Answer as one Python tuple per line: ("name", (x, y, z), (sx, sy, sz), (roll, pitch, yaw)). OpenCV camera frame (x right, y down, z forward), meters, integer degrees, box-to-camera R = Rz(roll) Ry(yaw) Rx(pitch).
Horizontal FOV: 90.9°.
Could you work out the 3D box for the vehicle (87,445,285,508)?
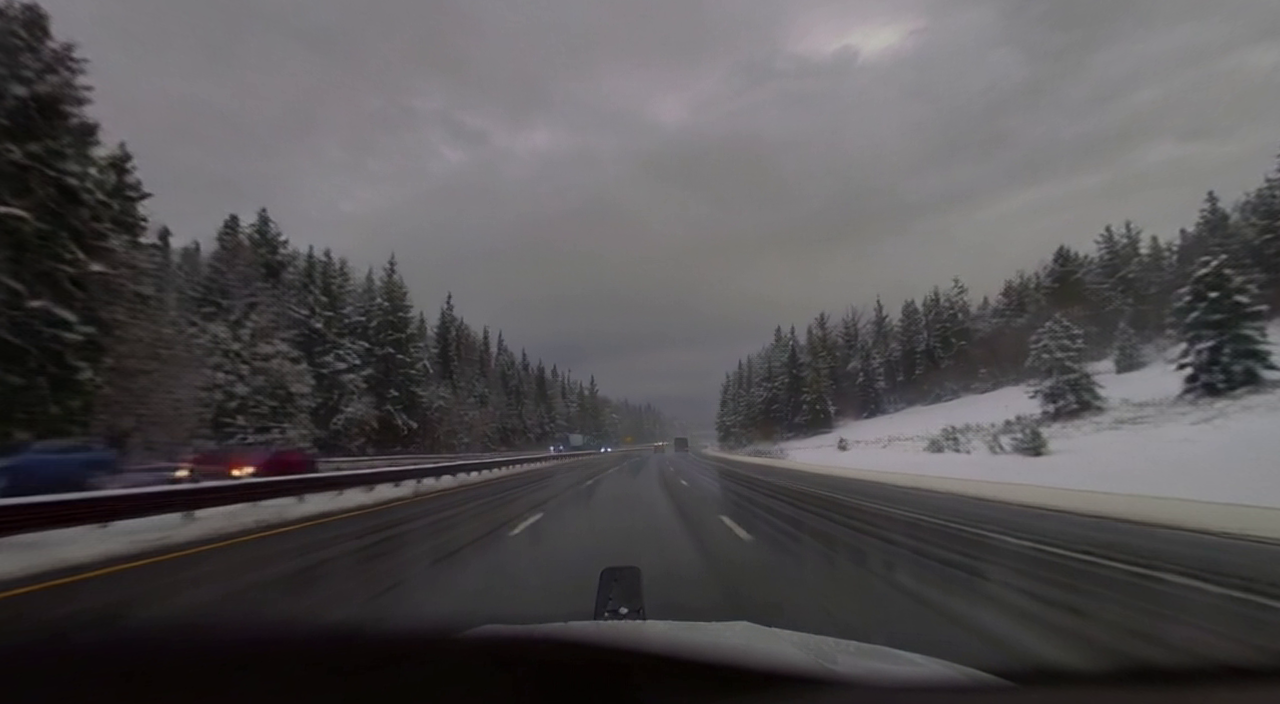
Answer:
("vehicle", (-11.966, 3.277, 17.080), (2.024, 1.464, 4.388), (0, -9, 1))
